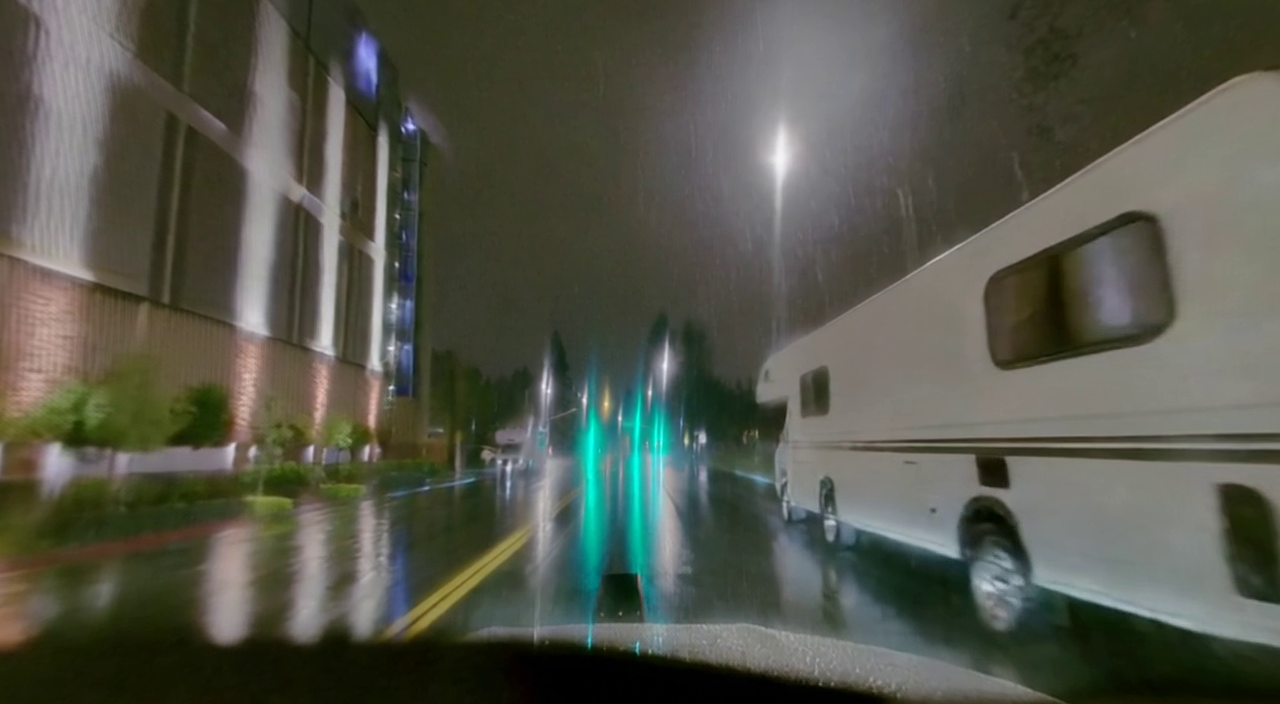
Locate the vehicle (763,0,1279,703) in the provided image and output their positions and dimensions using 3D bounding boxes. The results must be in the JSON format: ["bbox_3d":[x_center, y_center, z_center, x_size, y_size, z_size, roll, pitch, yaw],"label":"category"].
[{"bbox_3d":[3.762,0.756,6.442,3.074,3.099,8.805,1,-8,-1],"label":"vehicle"}]

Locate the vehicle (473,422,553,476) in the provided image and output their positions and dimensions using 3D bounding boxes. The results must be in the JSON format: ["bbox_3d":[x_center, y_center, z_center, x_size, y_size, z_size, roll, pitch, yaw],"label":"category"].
[{"bbox_3d":[-7.068,5.488,36.271,3.108,2.771,7.999,0,-7,-1],"label":"vehicle"}]
